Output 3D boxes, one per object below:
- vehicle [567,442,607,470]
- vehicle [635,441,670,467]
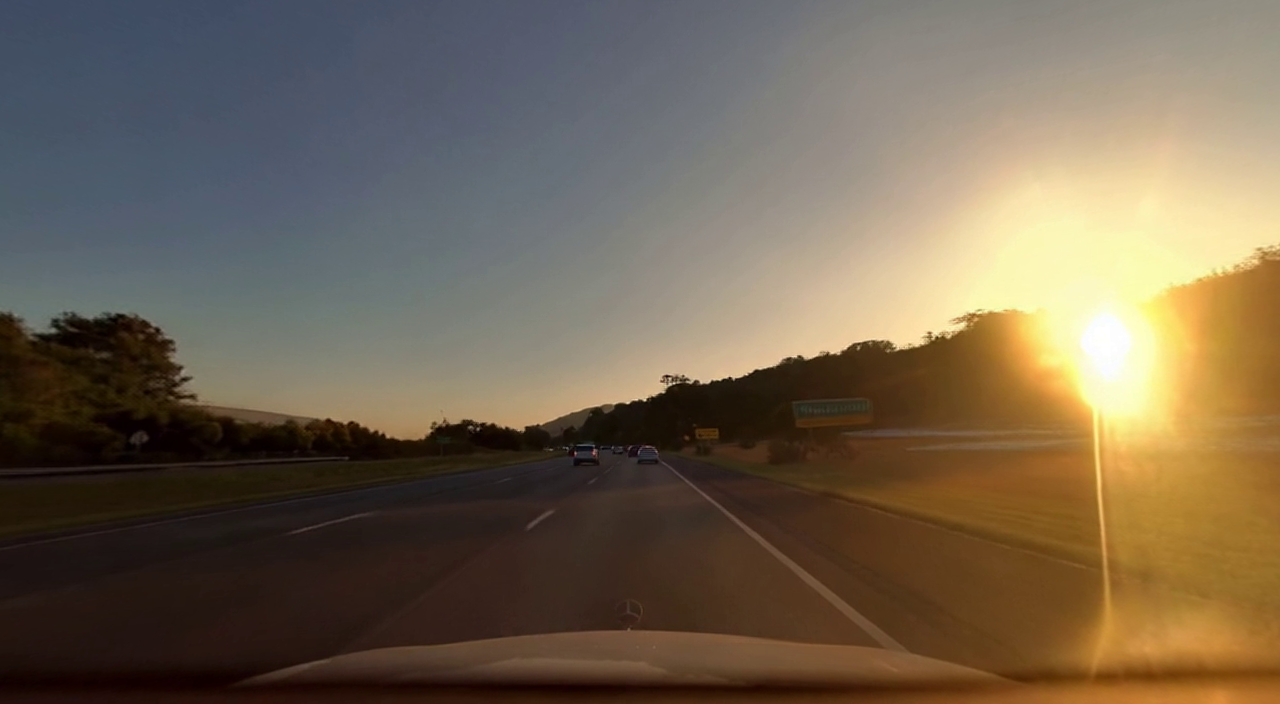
[{"bbox_3d":[-3.271,6.500,39.527,2.028,1.634,4.441,0,-8,1],"label":"vehicle"},{"bbox_3d":[0.829,6.960,43.272,2.259,1.697,4.106,0,-8,1],"label":"vehicle"}]
